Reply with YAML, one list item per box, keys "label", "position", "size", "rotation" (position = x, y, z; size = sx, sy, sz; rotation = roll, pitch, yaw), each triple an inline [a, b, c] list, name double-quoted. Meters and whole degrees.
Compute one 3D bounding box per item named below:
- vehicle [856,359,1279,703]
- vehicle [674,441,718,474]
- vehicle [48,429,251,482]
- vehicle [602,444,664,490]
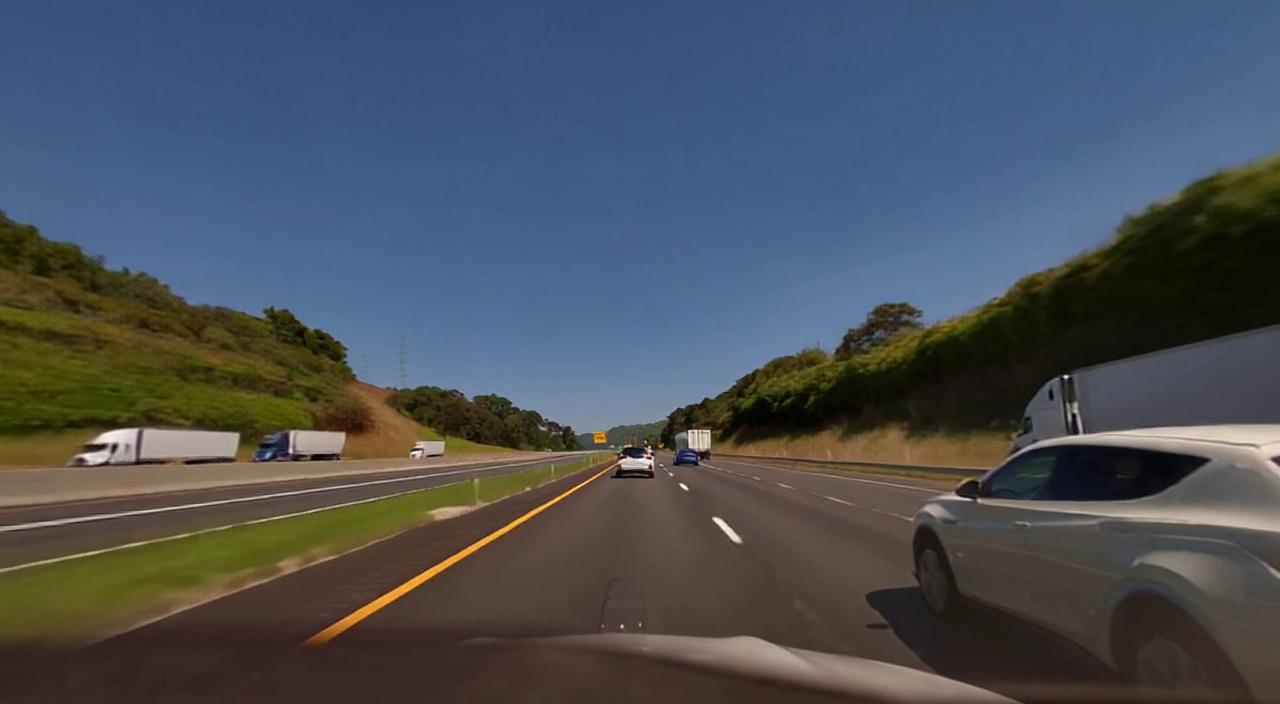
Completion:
- label: "vehicle"
  position: [2.933, 0.995, 3.187]
  size: [1.997, 1.534, 4.664]
  rotation: [0, -9, 0]
- label: "vehicle"
  position: [3.109, 5.972, 35.773]
  size: [2.048, 1.704, 4.284]
  rotation: [0, -9, 0]
- label: "vehicle"
  position: [-35.956, 7.508, 47.840]
  size: [2.901, 3.250, 16.142]
  rotation: [-2, -7, -1]
- label: "vehicle"
  position: [-0.240, 4.007, 22.220]
  size: [1.970, 1.441, 3.846]
  rotation: [0, -9, 0]
